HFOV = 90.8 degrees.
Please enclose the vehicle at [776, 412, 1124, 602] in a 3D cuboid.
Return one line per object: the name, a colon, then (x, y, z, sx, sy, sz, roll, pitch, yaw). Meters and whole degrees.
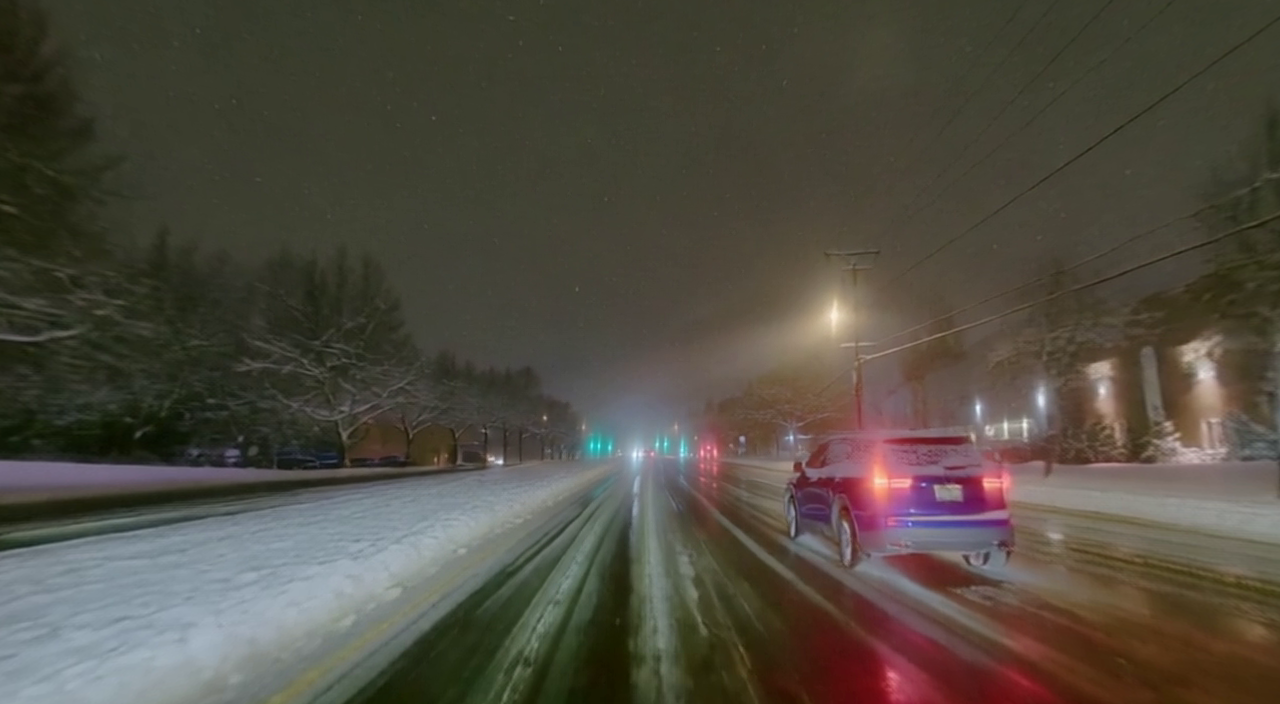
vehicle: (3.220, 1.721, 7.819, 2.060, 1.665, 4.284, 0, -9, -1)
